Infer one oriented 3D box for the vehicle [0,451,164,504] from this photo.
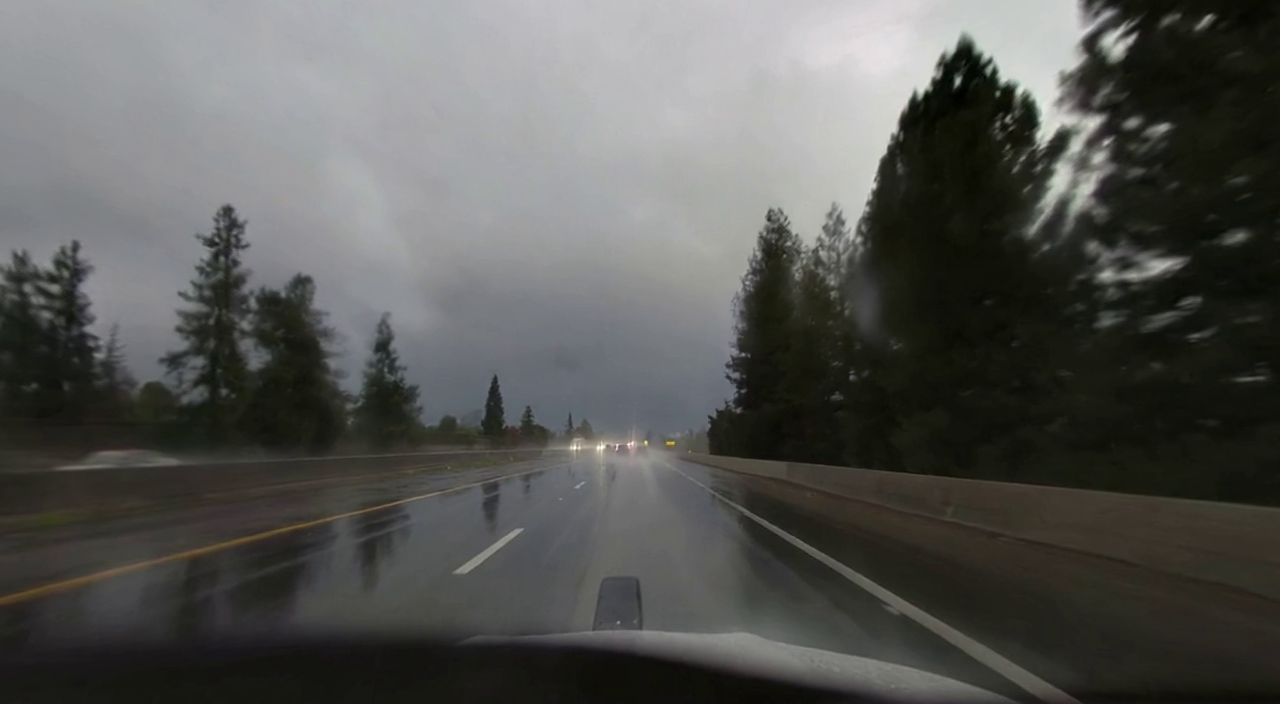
[{"bbox_3d":[-18.998,4.176,21.302,1.939,1.565,4.577,0,-9,1],"label":"vehicle"}]
